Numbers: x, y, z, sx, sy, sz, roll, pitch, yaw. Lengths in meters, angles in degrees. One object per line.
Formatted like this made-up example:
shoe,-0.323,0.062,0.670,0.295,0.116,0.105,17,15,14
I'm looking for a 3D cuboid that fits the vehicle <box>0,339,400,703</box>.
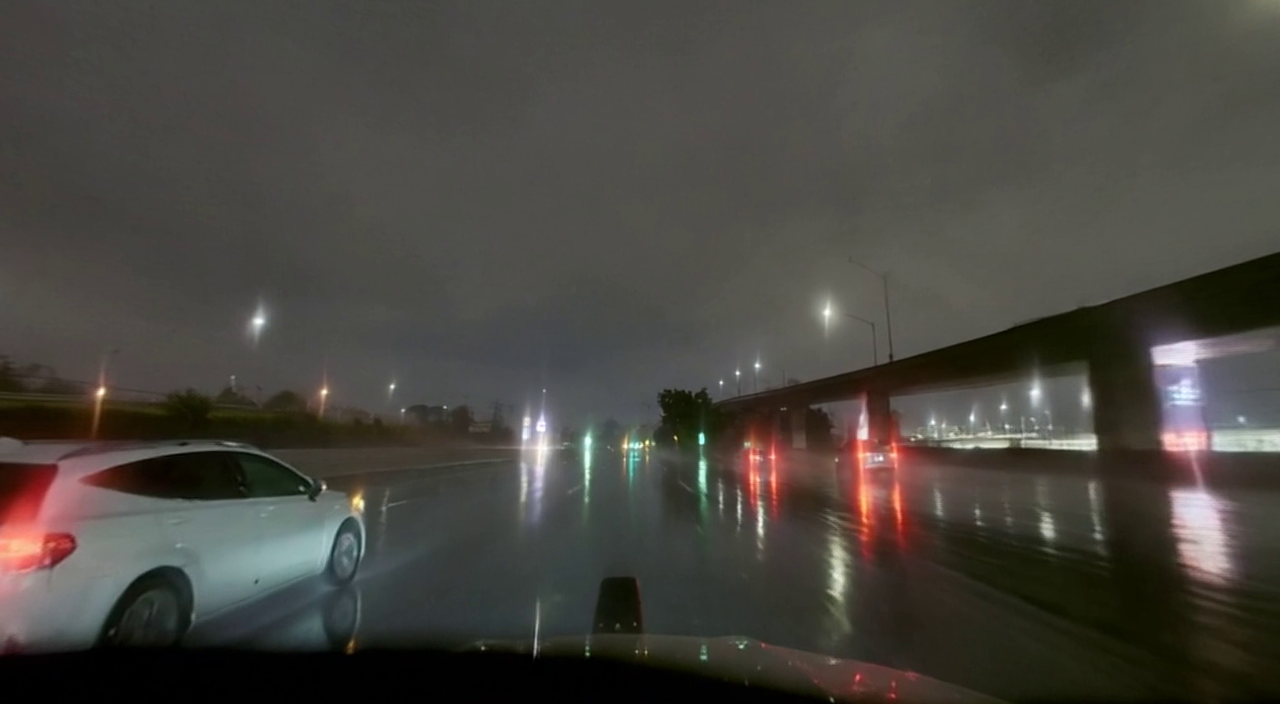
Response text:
vehicle,-3.478,1.071,4.068,2.178,1.699,4.321,0,-8,-1
